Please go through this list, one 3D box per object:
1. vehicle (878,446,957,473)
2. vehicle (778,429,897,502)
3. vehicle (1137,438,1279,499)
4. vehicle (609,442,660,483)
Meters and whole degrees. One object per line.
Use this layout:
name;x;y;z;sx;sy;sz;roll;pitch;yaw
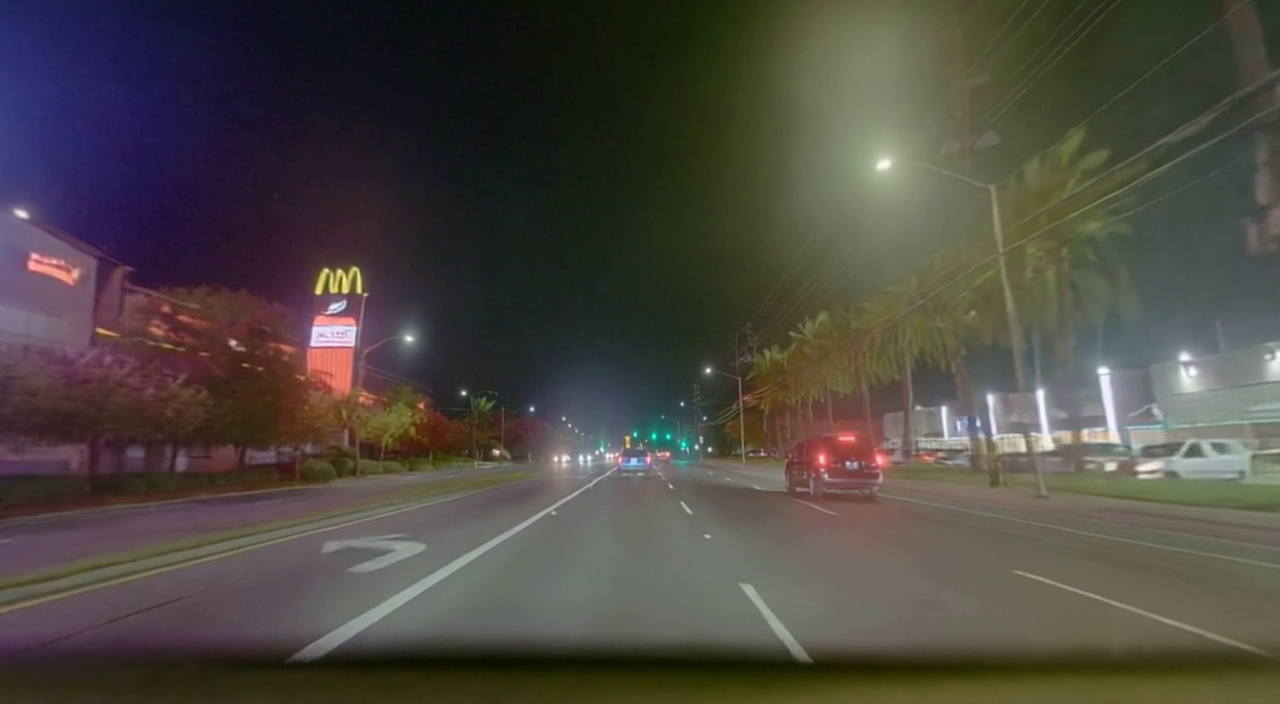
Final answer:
vehicle;17.604;6.840;40.037;4.008;1.432;1.913;-4;-9;0
vehicle;5.803;3.387;19.201;2.107;1.928;4.471;0;-9;0
vehicle;17.721;3.335;18.323;4.605;1.459;1.968;-4;-9;4
vehicle;-0.246;4.936;28.342;2.138;1.672;4.168;0;-9;0
